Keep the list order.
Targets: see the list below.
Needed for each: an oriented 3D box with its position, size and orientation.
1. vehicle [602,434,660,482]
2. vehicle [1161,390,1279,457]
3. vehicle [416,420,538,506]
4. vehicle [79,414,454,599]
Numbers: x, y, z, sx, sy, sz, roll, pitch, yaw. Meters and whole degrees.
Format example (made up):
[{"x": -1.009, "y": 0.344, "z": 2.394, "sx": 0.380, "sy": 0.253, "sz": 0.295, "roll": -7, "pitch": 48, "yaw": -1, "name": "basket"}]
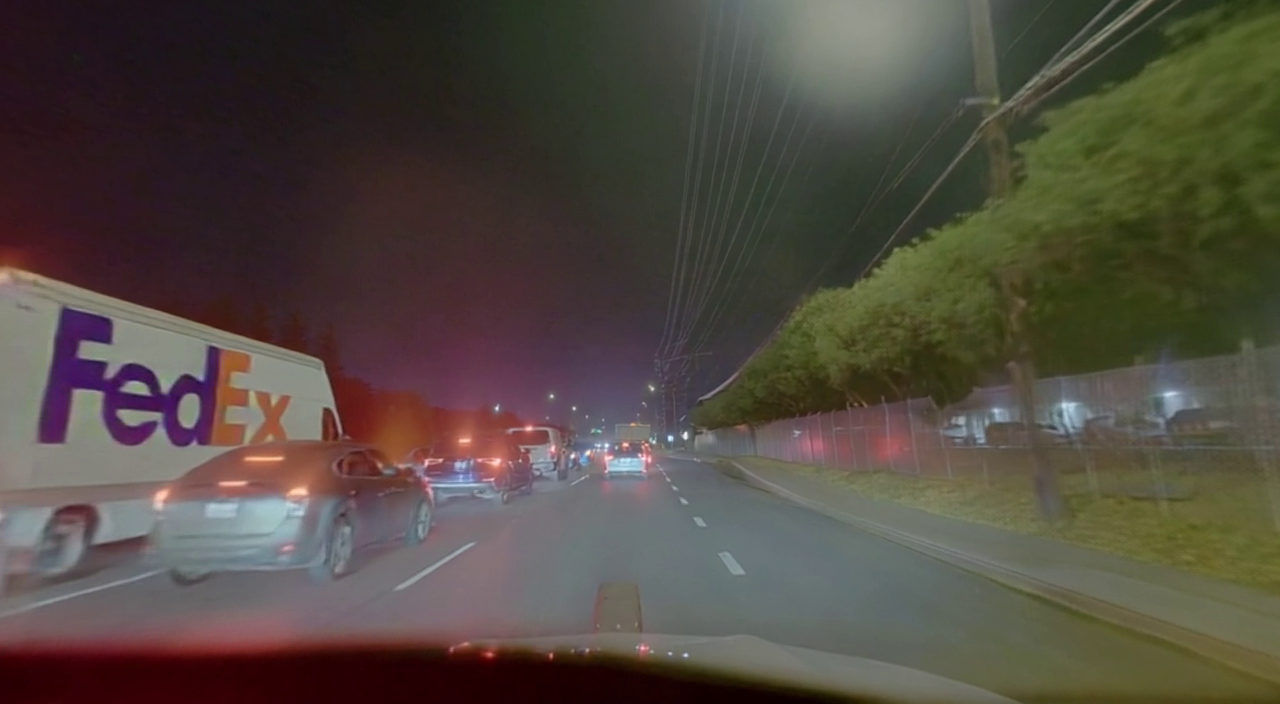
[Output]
[{"x": -0.353, "y": 4.083, "z": 24.557, "sx": 2.055, "sy": 1.671, "sz": 4.147, "roll": 0, "pitch": -8, "yaw": -1, "name": "vehicle"}, {"x": 32.896, "y": 3.791, "z": 32.985, "sx": 8.848, "sy": 3.271, "sz": 2.774, "roll": 0, "pitch": -9, "yaw": -4, "name": "vehicle"}, {"x": -3.992, "y": 2.801, "z": 16.304, "sx": 1.956, "sy": 1.865, "sz": 4.624, "roll": 0, "pitch": -8, "yaw": -1, "name": "vehicle"}, {"x": -3.992, "y": 1.704, "z": 7.877, "sx": 2.014, "sy": 1.637, "sz": 4.382, "roll": 0, "pitch": -8, "yaw": 0, "name": "vehicle"}]
